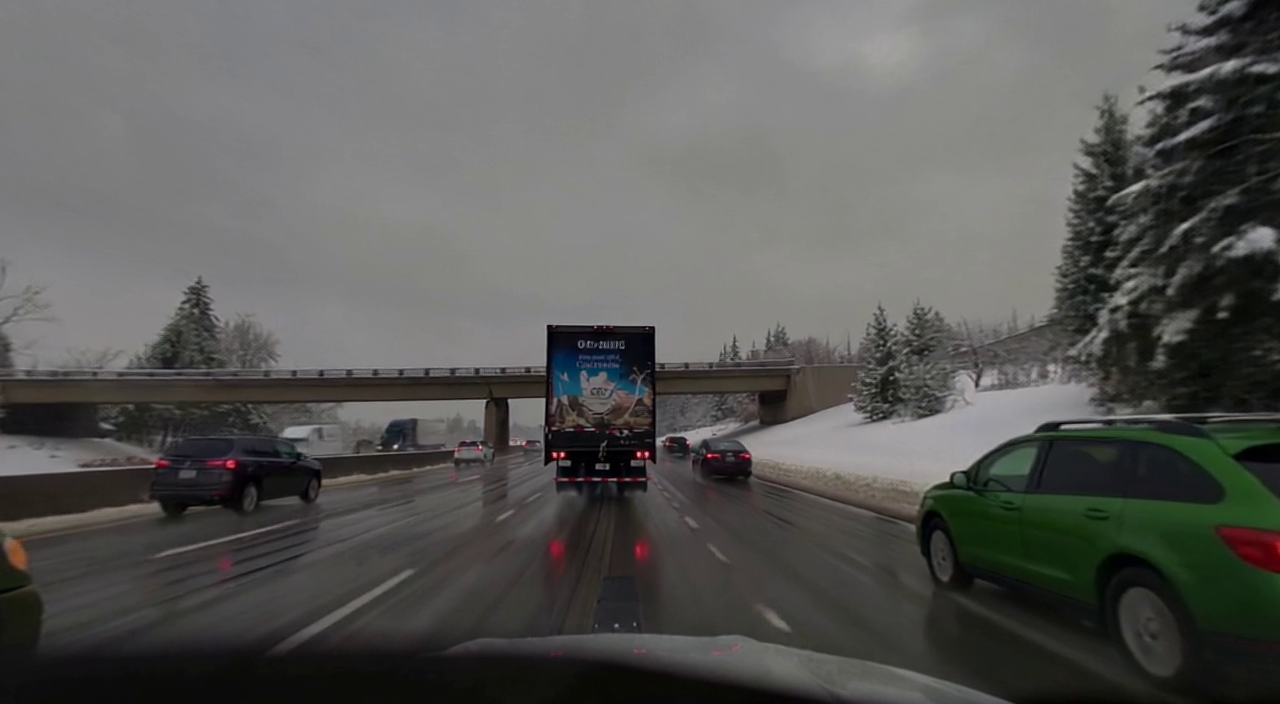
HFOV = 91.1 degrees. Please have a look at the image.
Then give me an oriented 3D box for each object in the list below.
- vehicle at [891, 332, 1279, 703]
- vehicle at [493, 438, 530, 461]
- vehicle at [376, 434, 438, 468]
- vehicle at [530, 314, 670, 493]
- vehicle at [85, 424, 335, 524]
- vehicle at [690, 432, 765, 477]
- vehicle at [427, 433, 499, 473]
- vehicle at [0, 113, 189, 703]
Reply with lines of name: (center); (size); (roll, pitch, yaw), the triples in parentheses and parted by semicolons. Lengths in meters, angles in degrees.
vehicle: (3.571, 0.924, 3.802); (2.118, 1.647, 4.400); (0, -8, -2)
vehicle: (-8.907, 6.784, 43.896); (1.845, 1.488, 3.656); (0, -8, 0)
vehicle: (-16.920, 7.191, 46.001); (2.446, 2.276, 5.514); (0, -8, 0)
vehicle: (-1.164, 1.737, 18.299); (2.911, 3.787, 9.905); (0, -8, -4)
vehicle: (-8.354, 2.362, 12.883); (2.048, 1.652, 4.421); (0, -8, -2)
vehicle: (3.178, 3.821, 23.763); (2.003, 1.519, 4.580); (0, -8, -3)
vehicle: (-8.098, 4.617, 29.210); (2.057, 1.698, 4.550); (0, -8, -1)
vehicle: (-3.810, 0.124, 0.592); (2.660, 2.637, 5.634); (0, -8, -2)
